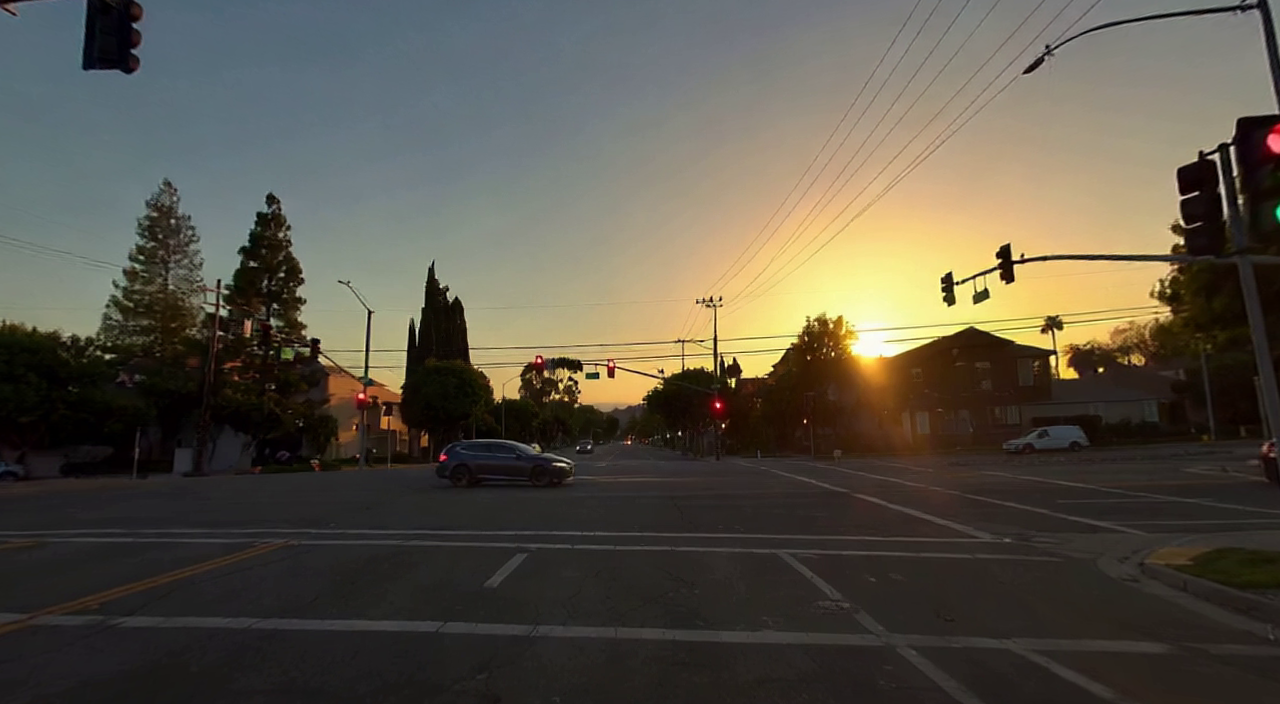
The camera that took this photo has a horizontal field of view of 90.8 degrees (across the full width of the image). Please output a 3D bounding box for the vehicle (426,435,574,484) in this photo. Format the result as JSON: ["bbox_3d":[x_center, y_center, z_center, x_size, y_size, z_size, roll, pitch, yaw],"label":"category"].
[{"bbox_3d":[-4.848,3.784,22.331,4.734,1.585,1.940,-1,-8,5],"label":"vehicle"}]
